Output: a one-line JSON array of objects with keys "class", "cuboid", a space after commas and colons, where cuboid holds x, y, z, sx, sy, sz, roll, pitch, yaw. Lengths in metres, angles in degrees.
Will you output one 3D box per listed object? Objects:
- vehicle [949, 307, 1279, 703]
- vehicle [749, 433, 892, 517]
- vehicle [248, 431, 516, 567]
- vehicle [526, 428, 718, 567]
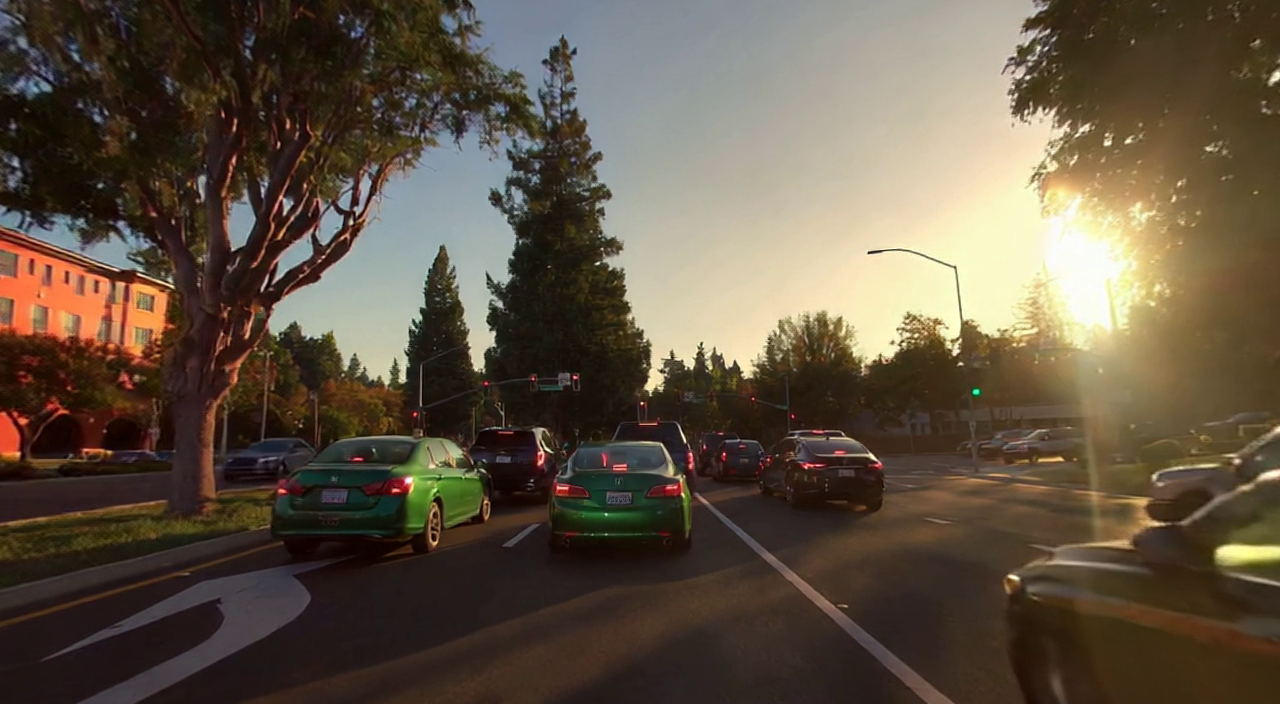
[{"class": "vehicle", "cuboid": [2.963, 0.630, 1.278, 2.196, 1.676, 4.865, 0, -8, 0]}, {"class": "vehicle", "cuboid": [3.553, 2.478, 13.271, 1.880, 1.476, 3.932, 0, -8, 1]}, {"class": "vehicle", "cuboid": [-3.203, 1.891, 8.937, 1.917, 1.441, 4.128, -1, -8, 2]}, {"class": "vehicle", "cuboid": [-0.202, 1.837, 8.706, 2.041, 1.450, 3.847, 0, -8, 0]}]
